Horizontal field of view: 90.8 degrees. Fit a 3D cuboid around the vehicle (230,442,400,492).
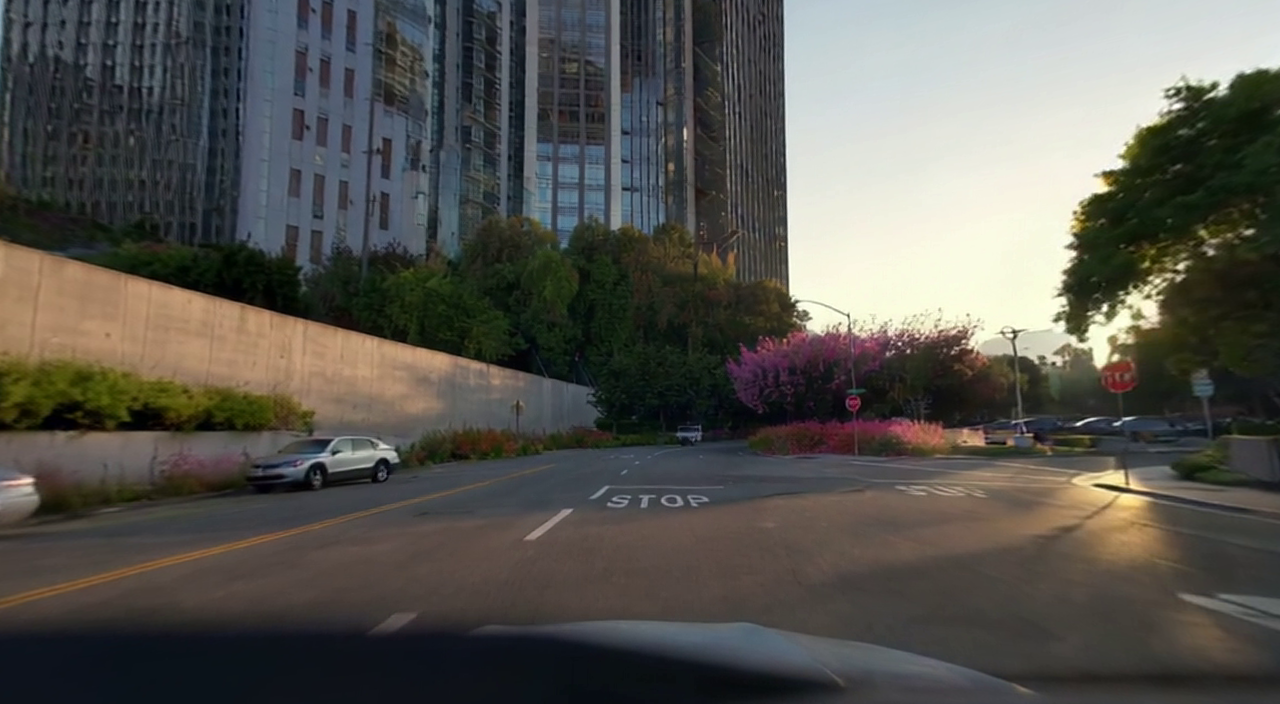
[{"bbox_3d":[-10.650,3.732,20.881,4.694,1.447,2.137,5,-10,-30],"label":"vehicle"}]
